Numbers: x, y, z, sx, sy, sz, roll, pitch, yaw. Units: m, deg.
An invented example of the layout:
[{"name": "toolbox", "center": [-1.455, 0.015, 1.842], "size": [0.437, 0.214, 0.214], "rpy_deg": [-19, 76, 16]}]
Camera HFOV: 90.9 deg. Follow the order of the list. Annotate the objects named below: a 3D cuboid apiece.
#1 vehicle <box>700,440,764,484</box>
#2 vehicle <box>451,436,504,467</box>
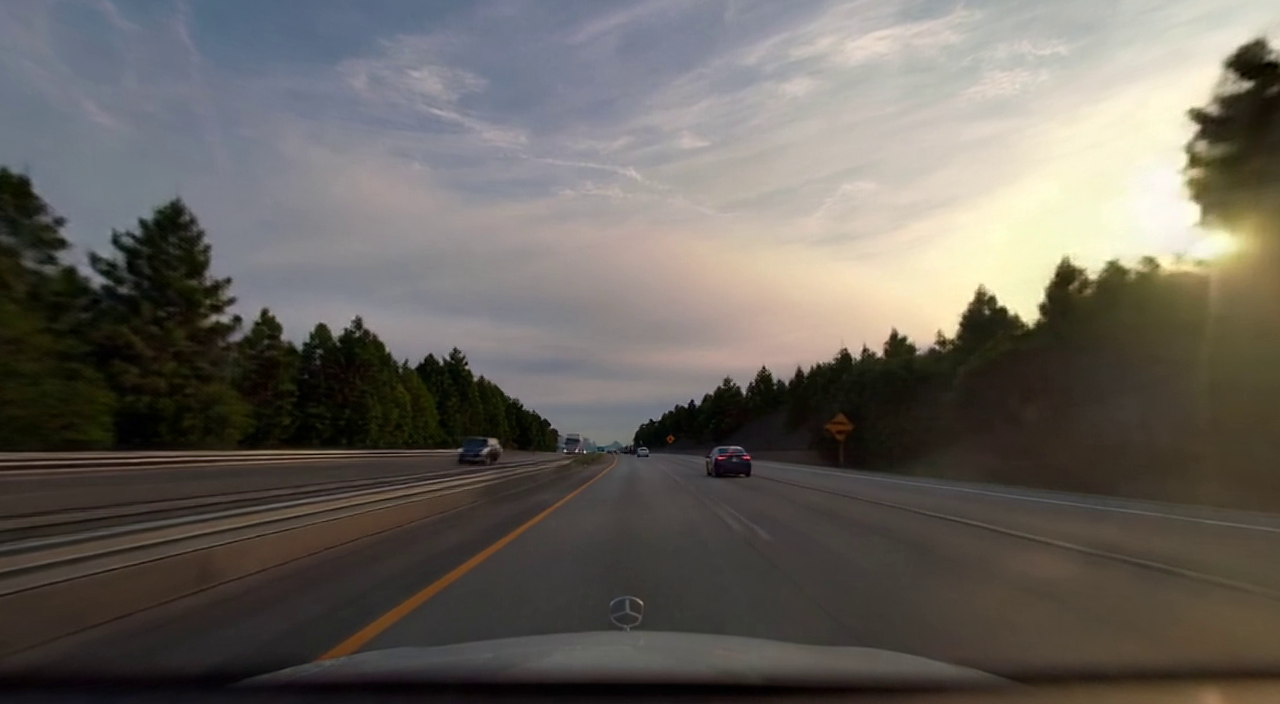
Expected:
[{"name": "vehicle", "center": [3.753, 4.575, 26.519], "size": [1.933, 1.663, 4.440], "rpy_deg": [0, -9, -2]}, {"name": "vehicle", "center": [-9.402, 5.772, 36.771], "size": [1.934, 1.680, 4.388], "rpy_deg": [0, -9, -1]}]
